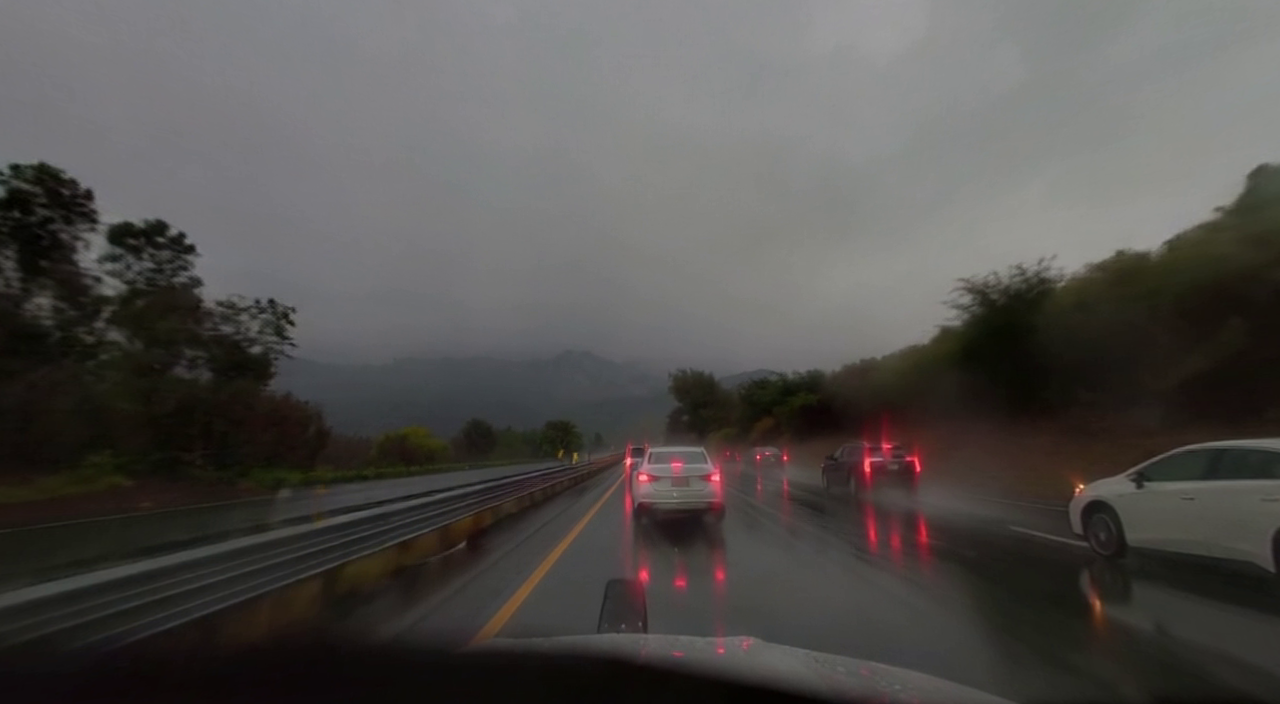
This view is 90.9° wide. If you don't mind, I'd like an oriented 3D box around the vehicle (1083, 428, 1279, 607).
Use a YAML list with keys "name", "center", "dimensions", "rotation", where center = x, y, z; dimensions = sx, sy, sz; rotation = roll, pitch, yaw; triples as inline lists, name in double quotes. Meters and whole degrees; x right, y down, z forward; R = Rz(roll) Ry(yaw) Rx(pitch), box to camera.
- name: "vehicle"
  center: [6.346, 1.418, 5.488]
  dimensions: [1.965, 1.484, 4.090]
  rotation: [0, -9, 0]

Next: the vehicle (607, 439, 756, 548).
- name: "vehicle"
  center: [0.577, 2.275, 10.731]
  dimensions: [2.076, 1.485, 3.774]
  rotation: [0, -9, 0]

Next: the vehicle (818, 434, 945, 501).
- name: "vehicle"
  center: [6.790, 3.295, 18.300]
  dimensions: [1.980, 1.702, 4.235]
  rotation: [0, -9, 0]
